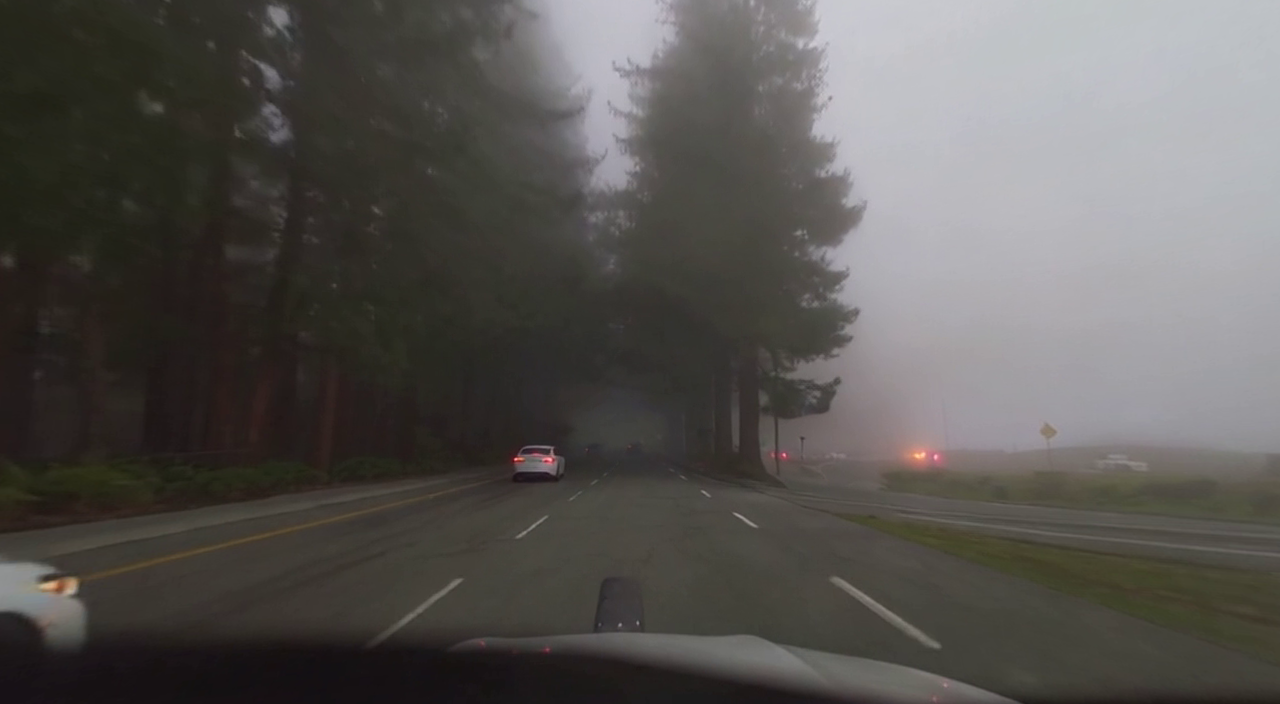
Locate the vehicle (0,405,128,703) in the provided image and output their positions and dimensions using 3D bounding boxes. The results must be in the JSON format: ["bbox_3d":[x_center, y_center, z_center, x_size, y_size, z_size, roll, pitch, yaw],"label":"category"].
[{"bbox_3d":[-3.634,0.724,0.933,2.106,1.482,4.312,0,-8,0],"label":"vehicle"}]

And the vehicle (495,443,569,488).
[{"bbox_3d":[-3.880,4.149,23.531,1.968,1.459,4.433,0,-8,0],"label":"vehicle"}]
